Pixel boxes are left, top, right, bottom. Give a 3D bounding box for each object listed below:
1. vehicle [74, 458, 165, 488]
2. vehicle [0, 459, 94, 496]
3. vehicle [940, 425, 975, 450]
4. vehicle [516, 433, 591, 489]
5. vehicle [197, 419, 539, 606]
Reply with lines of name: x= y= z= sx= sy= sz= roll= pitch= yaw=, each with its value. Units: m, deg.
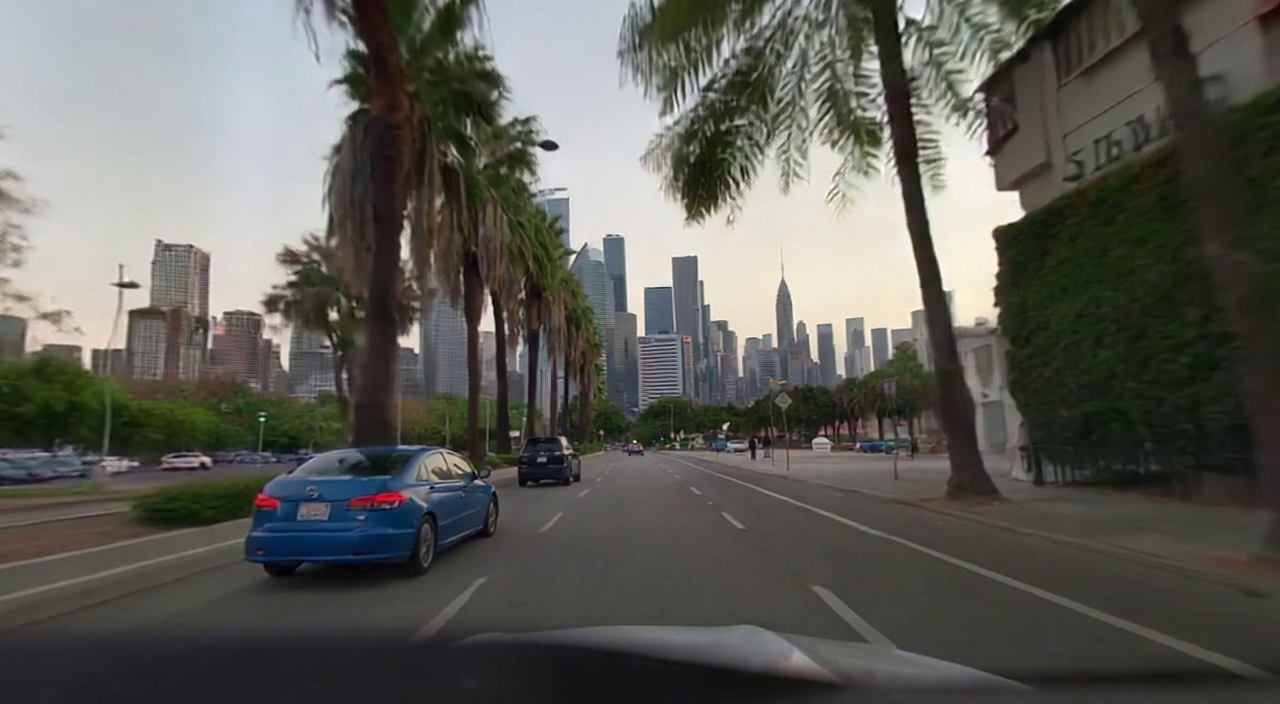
vehicle: x=-30.211 y=7.012 z=36.849 sx=1.832 sy=1.584 sz=4.045 roll=0 pitch=-8 yaw=1
vehicle: x=-30.257 y=6.223 z=31.446 sx=1.956 sy=1.640 sz=4.715 roll=-2 pitch=-9 yaw=-1
vehicle: x=24.996 y=6.771 z=49.715 sx=1.679 sy=1.923 sz=3.703 roll=-6 pitch=-11 yaw=37
vehicle: x=-2.857 y=3.699 z=21.725 sx=1.894 sy=1.702 sz=3.999 roll=0 pitch=-8 yaw=2
vehicle: x=-2.627 y=1.671 z=7.535 sx=2.071 sy=1.544 sz=4.383 roll=0 pitch=-8 yaw=1
